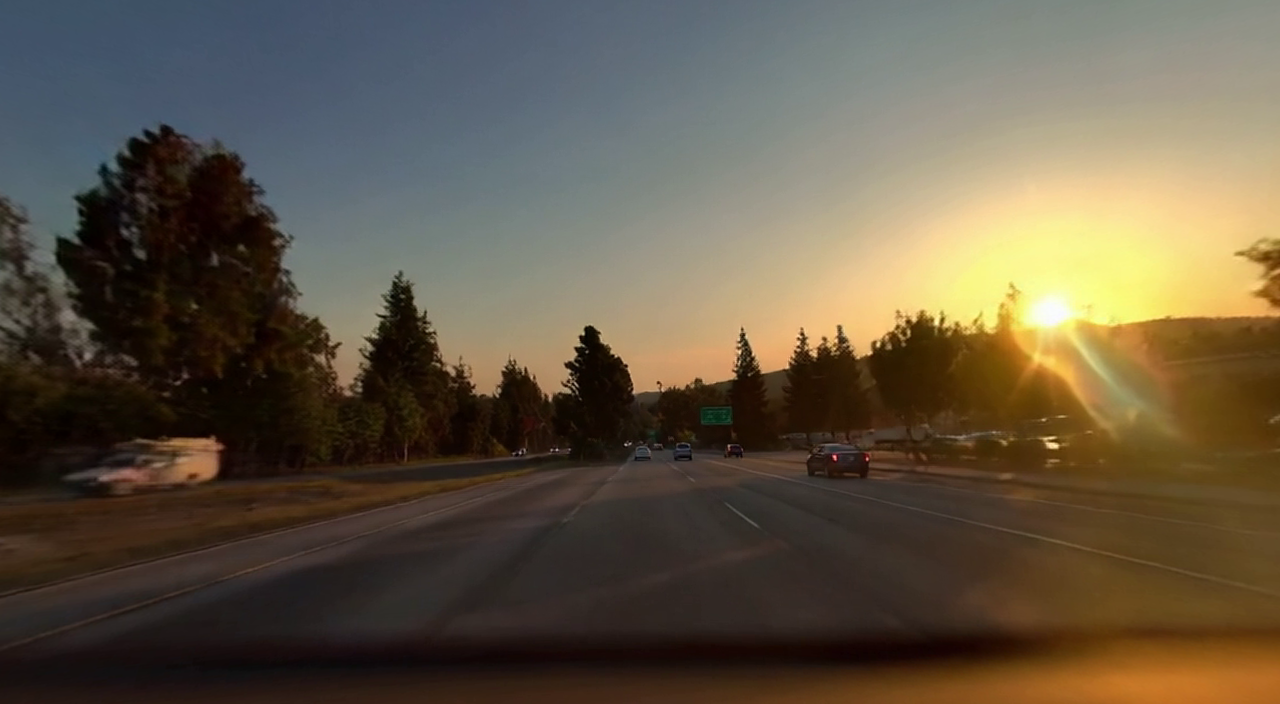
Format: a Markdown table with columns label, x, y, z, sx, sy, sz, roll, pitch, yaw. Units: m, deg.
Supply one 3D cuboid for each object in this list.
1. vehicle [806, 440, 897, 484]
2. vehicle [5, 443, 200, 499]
| label | x | y | z | sx | sy | sz | roll | pitch | yaw |
| --- | --- | --- | --- | --- | --- | --- | --- | --- | --- |
| vehicle | 8.054 | 4.226 | 24.488 | 1.989 | 1.526 | 4.443 | 0 | -9 | 0 |
| vehicle | -21.113 | 4.673 | 25.288 | 2.334 | 1.960 | 6.091 | 0 | -9 | 1 |
